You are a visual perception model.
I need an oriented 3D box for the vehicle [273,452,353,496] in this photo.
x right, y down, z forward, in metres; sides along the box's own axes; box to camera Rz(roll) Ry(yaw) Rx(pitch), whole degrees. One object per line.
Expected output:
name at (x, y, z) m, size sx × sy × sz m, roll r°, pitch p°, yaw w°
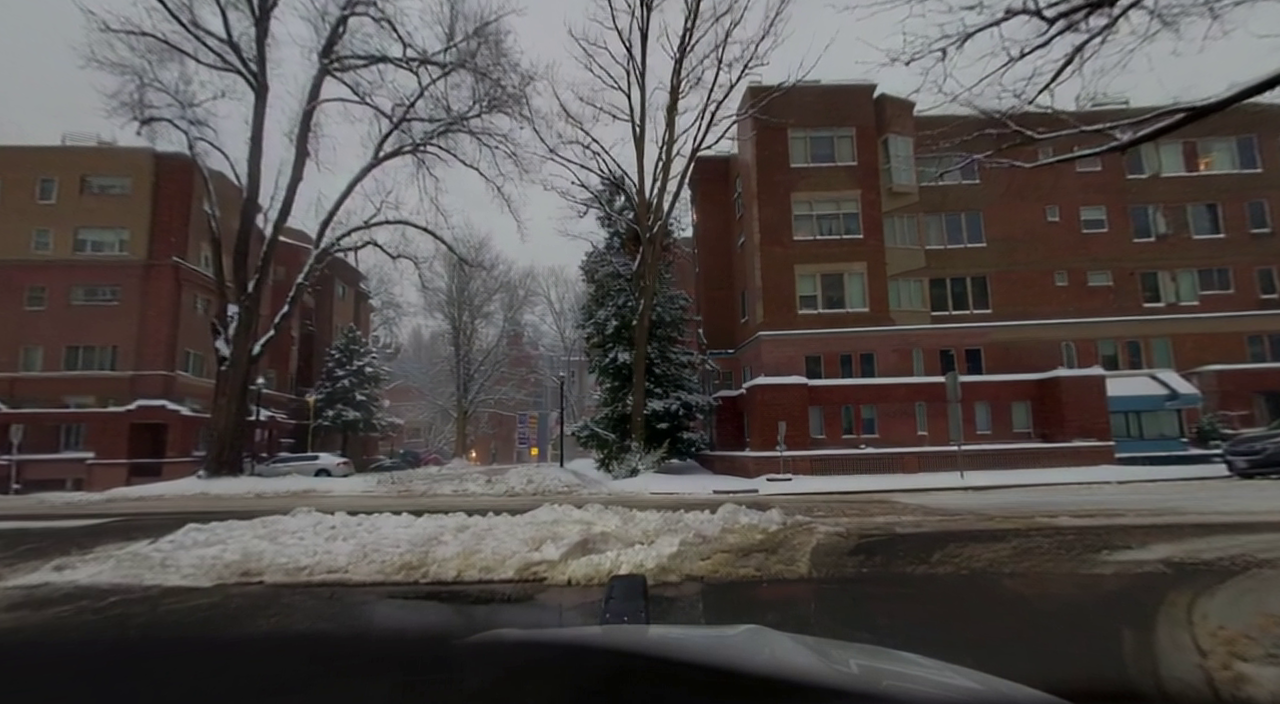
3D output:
vehicle at (-13.187, 4.881, 25.701) m, size 2.027 × 1.475 × 4.522 m, roll 0°, pitch -8°, yaw -16°
